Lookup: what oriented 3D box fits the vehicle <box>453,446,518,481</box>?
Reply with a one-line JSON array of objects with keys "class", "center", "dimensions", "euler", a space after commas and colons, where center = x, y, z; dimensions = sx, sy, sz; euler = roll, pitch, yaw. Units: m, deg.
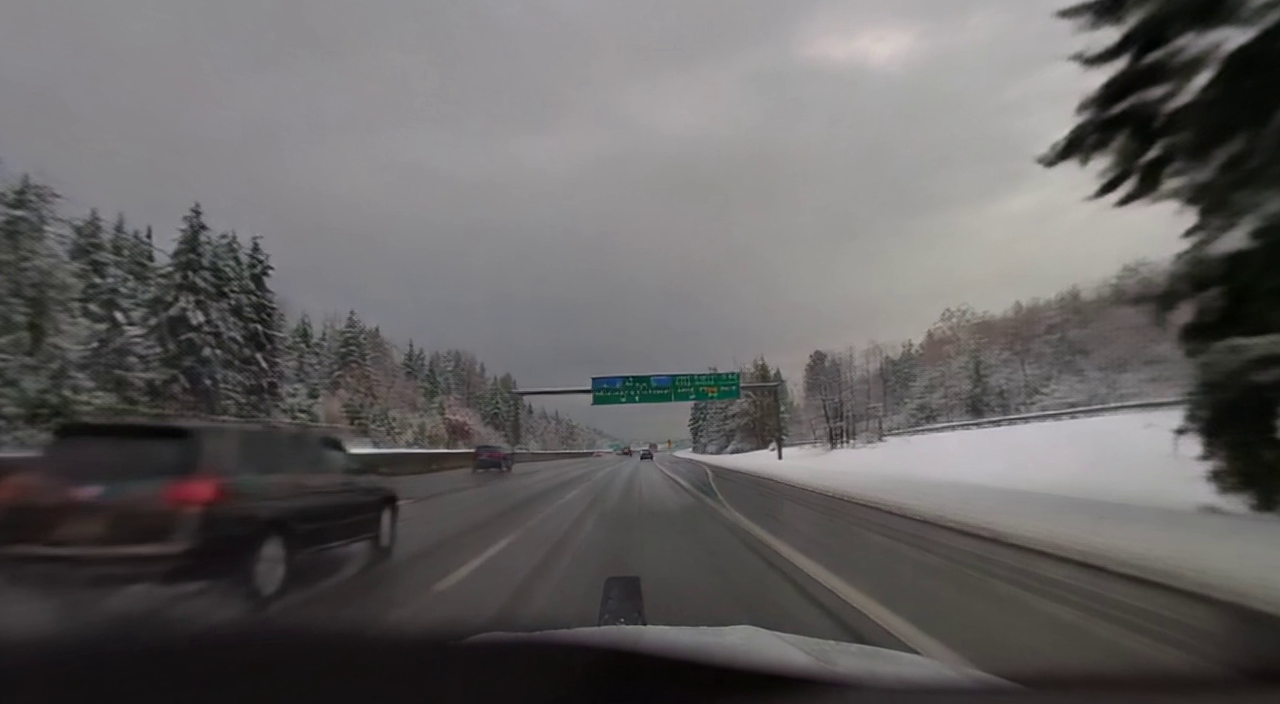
[{"class": "vehicle", "center": [-7.136, 5.206, 29.656], "dimensions": [1.835, 1.459, 4.636], "euler": [0, -9, 1]}]

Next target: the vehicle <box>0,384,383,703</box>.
[{"class": "vehicle", "center": [-3.848, 1.233, 4.757], "dimensions": [1.875, 1.587, 4.687], "euler": [1, -9, -1]}]
